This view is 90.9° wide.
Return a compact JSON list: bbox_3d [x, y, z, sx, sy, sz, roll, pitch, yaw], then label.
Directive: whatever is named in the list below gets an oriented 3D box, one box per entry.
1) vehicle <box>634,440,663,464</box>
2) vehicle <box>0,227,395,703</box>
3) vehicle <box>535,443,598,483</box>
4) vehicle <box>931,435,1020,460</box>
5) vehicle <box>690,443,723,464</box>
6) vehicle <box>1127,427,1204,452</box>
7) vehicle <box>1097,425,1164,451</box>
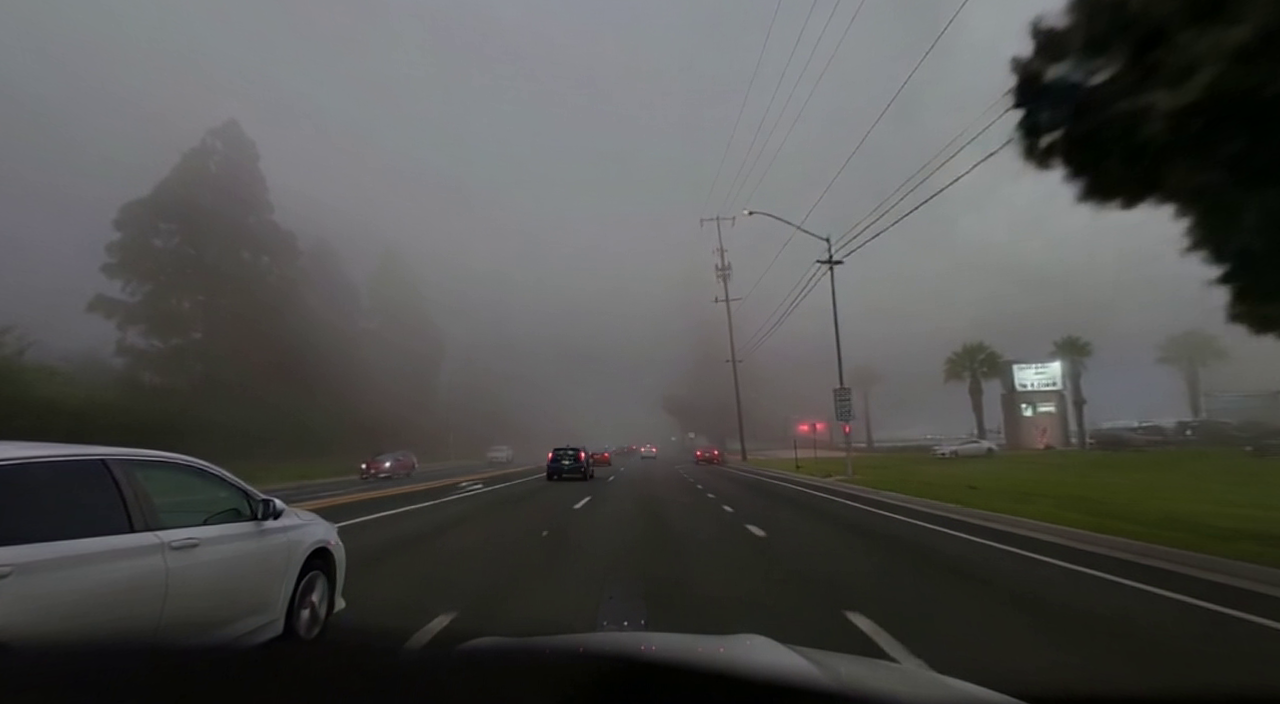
[{"bbox_3d":[0.644,7.773,49.113,2.155,1.781,3.977,0,-8,1],"label":"vehicle"},{"bbox_3d":[-3.111,0.625,1.928,2.381,1.961,5.563,0,-9,1],"label":"vehicle"},{"bbox_3d":[-2.820,4.373,25.193,1.982,1.451,4.152,0,-8,1],"label":"vehicle"},{"bbox_3d":[21.114,6.034,39.824,4.392,1.535,2.131,0,-9,0],"label":"vehicle"},{"bbox_3d":[5.024,7.575,47.195,2.062,1.541,4.420,-2,-9,11],"label":"vehicle"},{"bbox_3d":[34.352,5.719,41.168,4.632,1.533,2.015,4,-10,-27],"label":"vehicle"},{"bbox_3d":[34.954,6.114,44.867,4.347,1.761,2.002,4,-10,-28],"label":"vehicle"}]
